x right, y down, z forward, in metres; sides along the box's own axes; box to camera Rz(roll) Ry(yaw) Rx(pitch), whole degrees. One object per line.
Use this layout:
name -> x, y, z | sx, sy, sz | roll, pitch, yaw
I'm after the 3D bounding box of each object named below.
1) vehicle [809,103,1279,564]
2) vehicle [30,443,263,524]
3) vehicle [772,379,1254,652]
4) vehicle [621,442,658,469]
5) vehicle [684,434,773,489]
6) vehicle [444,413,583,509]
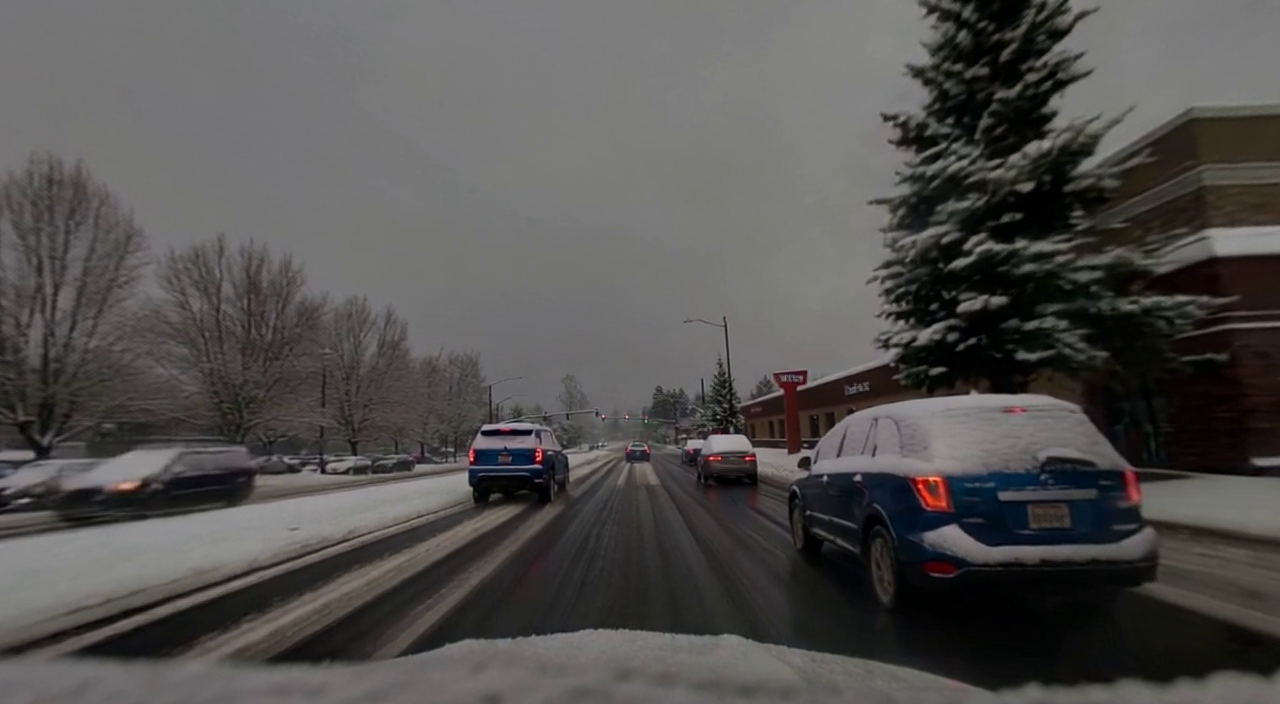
vehicle -> 7.189, 0.845, 12.650 | 2.878, 4.158, 16.287 | 0, -8, -1
vehicle -> -11.584, 3.059, 15.364 | 2.134, 1.661, 4.374 | 0, -8, 0
vehicle -> 2.836, 1.355, 6.271 | 2.018, 1.719, 4.369 | 0, -8, -1
vehicle -> -0.053, 6.069, 37.292 | 2.008, 1.464, 4.052 | 0, -8, -1
vehicle -> 2.788, 3.599, 21.122 | 2.174, 1.596, 4.779 | 0, -8, -1
vehicle -> -2.953, 2.728, 16.251 | 2.368, 2.037, 5.319 | 0, -8, 1
